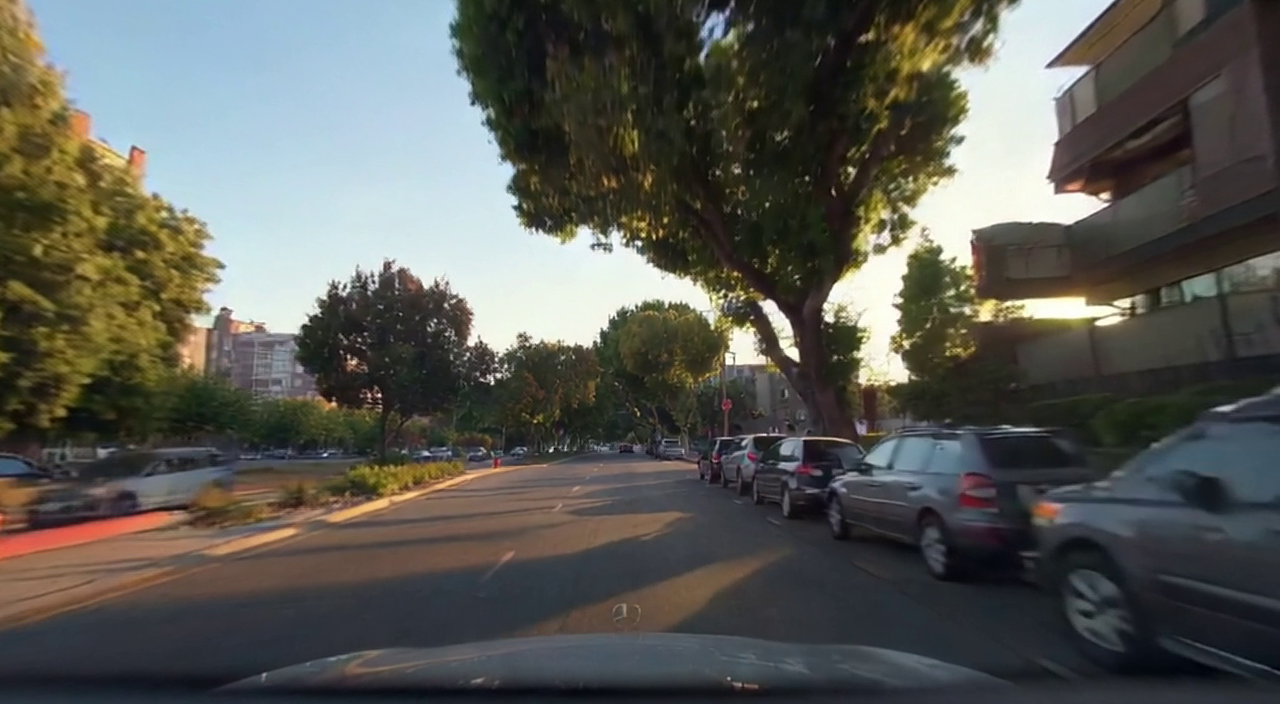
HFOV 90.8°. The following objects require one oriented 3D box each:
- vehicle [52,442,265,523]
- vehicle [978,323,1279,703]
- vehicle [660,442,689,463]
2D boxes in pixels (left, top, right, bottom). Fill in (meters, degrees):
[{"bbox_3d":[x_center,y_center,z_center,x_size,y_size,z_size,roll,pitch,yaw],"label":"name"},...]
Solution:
[{"bbox_3d":[-11.497,3.079,15.575,1.950,1.629,4.333,-2,-8,-2],"label":"vehicle"},{"bbox_3d":[3.907,0.755,2.405,2.129,1.853,5.275,1,-8,-3],"label":"vehicle"},{"bbox_3d":[2.555,7.613,47.915,1.924,1.492,4.587,0,-8,0],"label":"vehicle"}]
